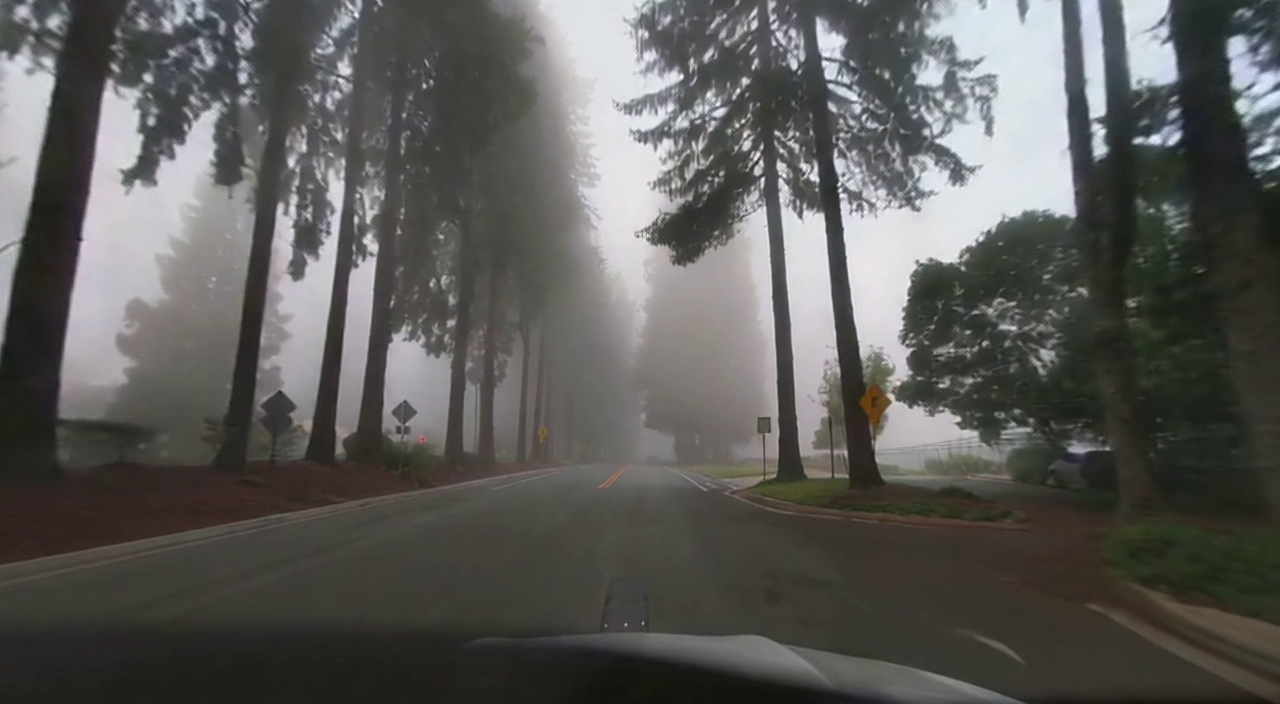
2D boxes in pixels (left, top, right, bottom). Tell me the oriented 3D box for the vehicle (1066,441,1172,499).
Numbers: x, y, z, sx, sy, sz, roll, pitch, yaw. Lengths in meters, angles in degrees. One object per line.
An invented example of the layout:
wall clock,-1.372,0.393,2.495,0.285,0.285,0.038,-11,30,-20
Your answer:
vehicle,14.873,3.617,19.861,2.063,1.588,4.759,-6,-10,31

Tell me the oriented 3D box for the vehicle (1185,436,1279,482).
vehicle,27.096,4.846,28.914,2.055,1.899,4.487,-6,-10,28

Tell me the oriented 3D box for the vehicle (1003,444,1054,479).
vehicle,20.129,5.628,32.602,1.958,1.644,4.527,-6,-10,32
